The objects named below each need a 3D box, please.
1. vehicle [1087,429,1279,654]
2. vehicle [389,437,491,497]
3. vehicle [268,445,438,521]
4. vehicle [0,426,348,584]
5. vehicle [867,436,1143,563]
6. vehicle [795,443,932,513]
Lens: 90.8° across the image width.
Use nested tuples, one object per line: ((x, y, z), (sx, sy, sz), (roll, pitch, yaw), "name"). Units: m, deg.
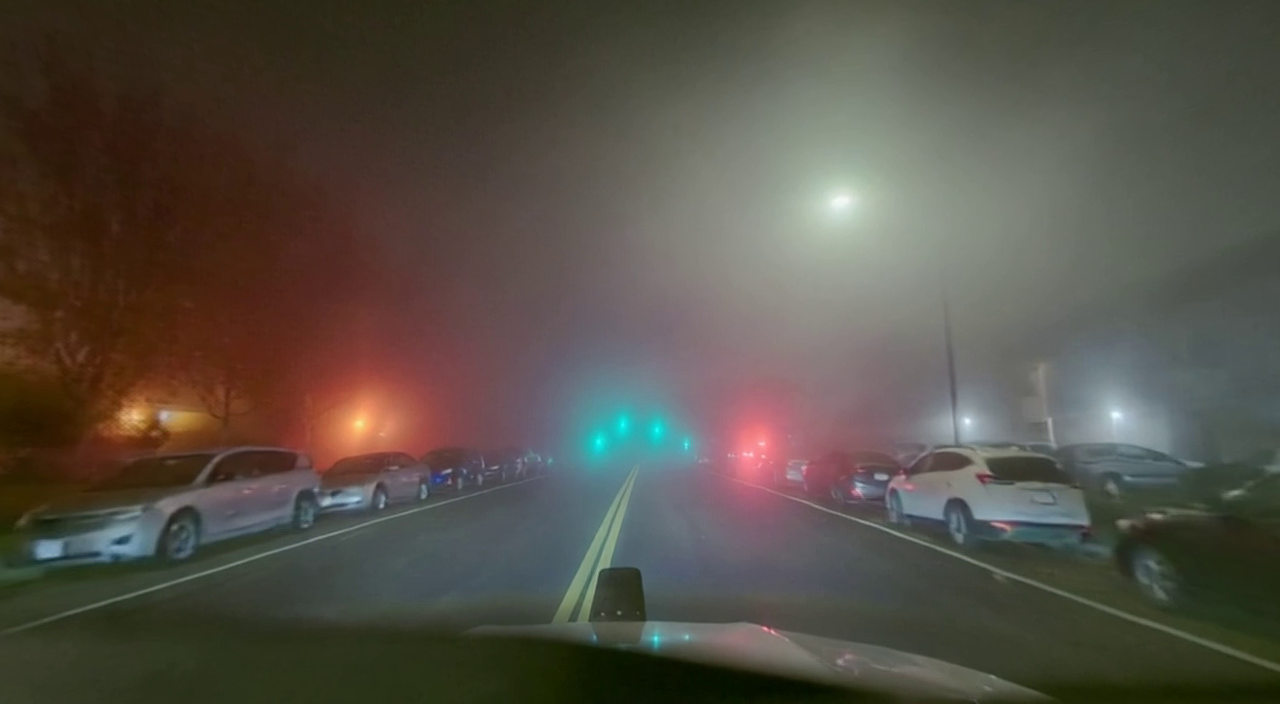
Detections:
((5.150, 1.180, 3.633), (1.747, 1.486, 4.672), (0, -9, 0), "vehicle")
((-6.302, 3.658, 20.511), (1.904, 1.727, 4.530), (0, -9, -1), "vehicle")
((-6.446, 2.949, 14.836), (1.809, 1.499, 4.358), (0, -9, 2), "vehicle")
((-6.345, 1.996, 9.180), (1.947, 1.665, 4.716), (0, -9, 0), "vehicle")
((5.061, 2.055, 9.564), (1.729, 1.479, 4.101), (0, -8, 0), "vehicle")
((5.139, 2.922, 15.209), (1.798, 1.432, 4.330), (0, -9, 1), "vehicle")
